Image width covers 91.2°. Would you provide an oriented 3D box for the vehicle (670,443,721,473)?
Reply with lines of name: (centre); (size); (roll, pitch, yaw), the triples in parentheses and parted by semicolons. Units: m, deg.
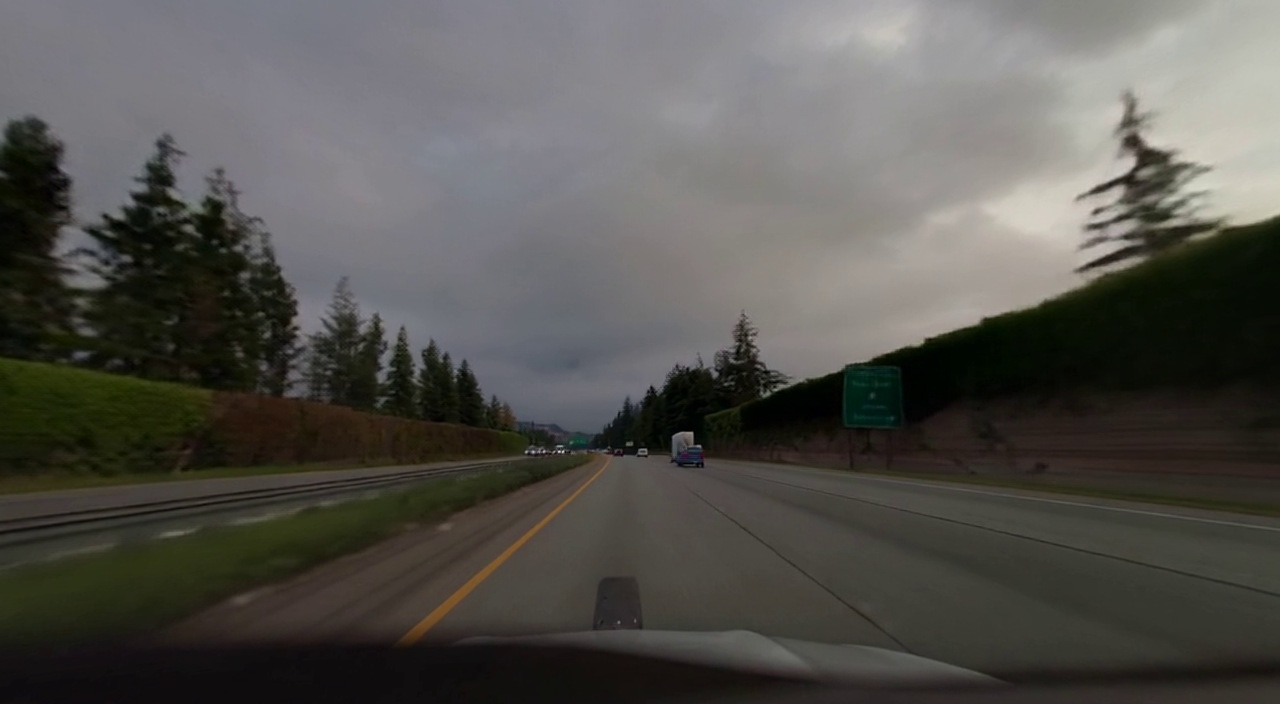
vehicle: (3.005, 5.870, 34.874); (2.244, 1.498, 4.338); (0, -9, -3)
